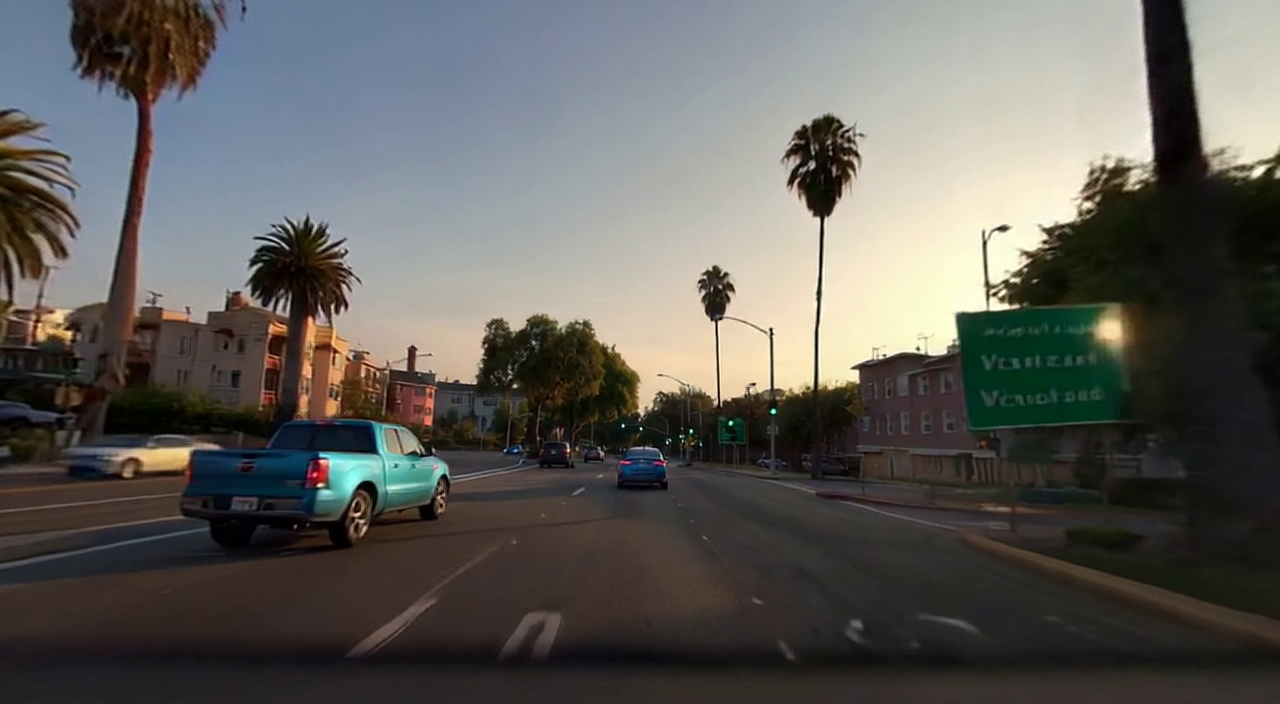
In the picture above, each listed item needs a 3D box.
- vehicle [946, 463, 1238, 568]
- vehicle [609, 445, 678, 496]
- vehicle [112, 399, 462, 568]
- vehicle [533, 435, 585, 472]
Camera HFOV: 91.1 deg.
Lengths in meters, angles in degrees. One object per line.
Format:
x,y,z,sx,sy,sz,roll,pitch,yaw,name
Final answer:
6.944,2.508,10.265,2.949,1.209,3.070,-1,-9,16,vehicle
0.096,3.982,21.553,2.122,1.562,4.152,0,-9,0,vehicle
-4.894,1.953,10.270,2.187,1.904,6.103,0,-9,0,vehicle
-4.957,6.322,39.290,2.447,2.062,5.911,0,-9,0,vehicle
